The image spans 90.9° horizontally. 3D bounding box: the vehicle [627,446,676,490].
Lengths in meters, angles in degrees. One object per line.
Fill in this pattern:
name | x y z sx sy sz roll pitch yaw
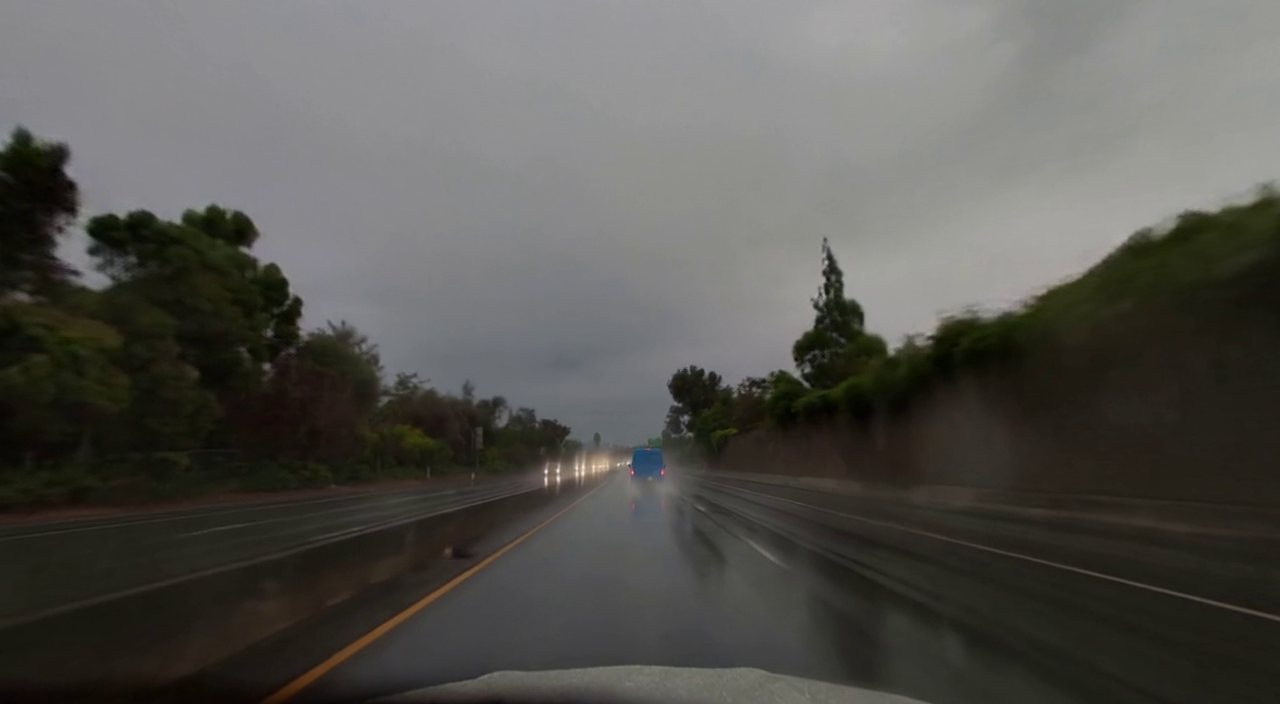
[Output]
vehicle | 0.554 6.336 34.343 2.429 2.167 4.558 1 -11 -2
